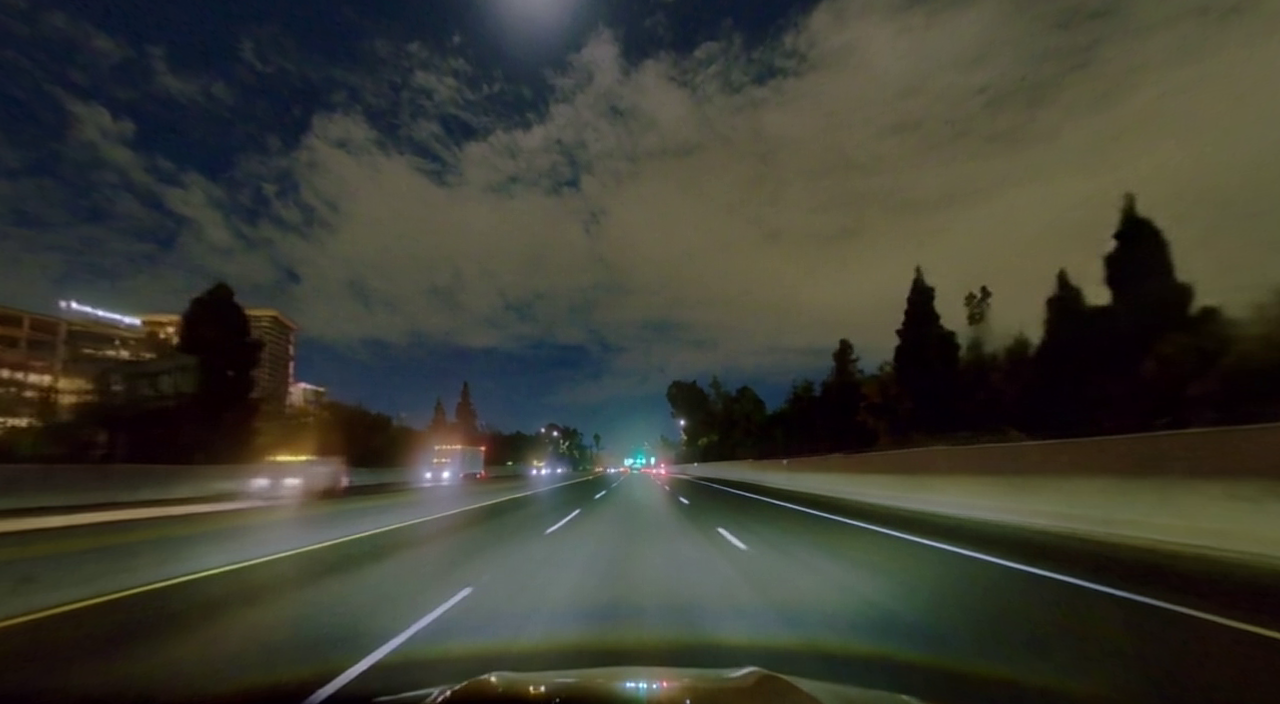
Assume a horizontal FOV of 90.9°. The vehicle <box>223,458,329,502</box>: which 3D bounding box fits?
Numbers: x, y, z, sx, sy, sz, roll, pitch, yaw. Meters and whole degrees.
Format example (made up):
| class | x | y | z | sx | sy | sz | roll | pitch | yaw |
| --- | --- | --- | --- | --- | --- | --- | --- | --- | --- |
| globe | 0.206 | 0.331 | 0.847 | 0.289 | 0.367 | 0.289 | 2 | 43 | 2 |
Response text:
| class | x | y | z | sx | sy | sz | roll | pitch | yaw |
| --- | --- | --- | --- | --- | --- | --- | --- | --- | --- |
| vehicle | -15.688 | 5.547 | 27.495 | 1.958 | 1.686 | 4.519 | 1 | -10 | -1 |
